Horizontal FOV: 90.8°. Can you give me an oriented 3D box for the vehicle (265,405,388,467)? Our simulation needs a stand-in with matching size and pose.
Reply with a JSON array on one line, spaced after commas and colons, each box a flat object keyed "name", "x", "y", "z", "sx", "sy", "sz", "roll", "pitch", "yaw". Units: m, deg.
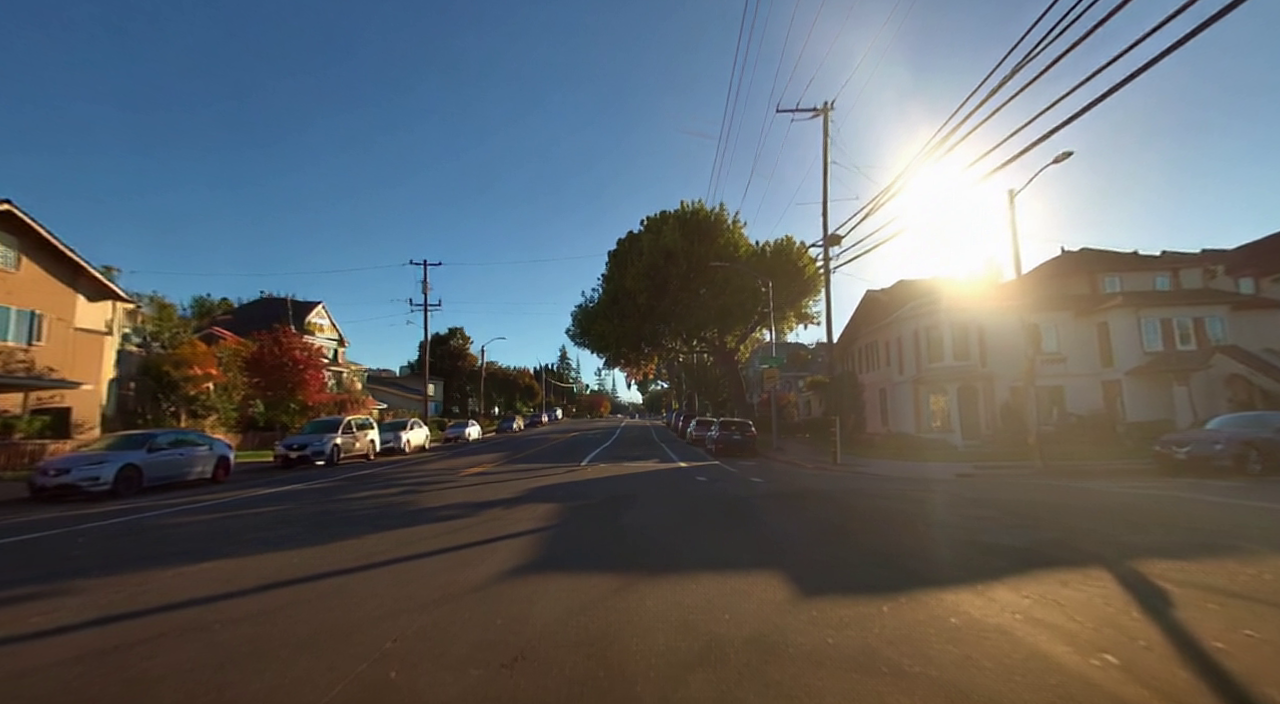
[{"name": "vehicle", "x": -11.125, "y": 3.084, "z": 22.887, "sx": 2.056, "sy": 1.980, "sz": 4.763, "roll": 0, "pitch": -9, "yaw": -1}]

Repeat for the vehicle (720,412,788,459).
[{"name": "vehicle", "x": 4.387, "y": 3.329, "z": 24.899, "sx": 1.867, "sy": 1.680, "sz": 4.176, "roll": 0, "pitch": -9, "yaw": 0}]

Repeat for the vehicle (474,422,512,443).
[{"name": "vehicle", "x": -11.366, "y": 6.275, "z": 49.051, "sx": 1.903, "sy": 1.535, "sz": 4.342, "roll": 0, "pitch": -9, "yaw": -1}]

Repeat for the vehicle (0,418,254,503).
[{"name": "vehicle", "x": -11.111, "y": 2.368, "z": 14.085, "sx": 2.082, "sy": 1.540, "sz": 4.654, "roll": 0, "pitch": -9, "yaw": 0}]

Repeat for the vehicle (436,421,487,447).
[{"name": "vehicle", "x": -11.124, "y": 5.197, "z": 39.678, "sx": 2.051, "sy": 1.520, "sz": 4.374, "roll": 0, "pitch": -9, "yaw": -2}]

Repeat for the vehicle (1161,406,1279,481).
[{"name": "vehicle", "x": 13.636, "y": 2.055, "z": 14.634, "sx": 2.122, "sy": 1.474, "sz": 4.313, "roll": -8, "pitch": -10, "yaw": 41}]

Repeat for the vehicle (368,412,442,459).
[{"name": "vehicle", "x": -11.327, "y": 4.009, "z": 30.766, "sx": 1.926, "sy": 1.998, "sz": 4.447, "roll": -4, "pitch": -6, "yaw": -1}]
